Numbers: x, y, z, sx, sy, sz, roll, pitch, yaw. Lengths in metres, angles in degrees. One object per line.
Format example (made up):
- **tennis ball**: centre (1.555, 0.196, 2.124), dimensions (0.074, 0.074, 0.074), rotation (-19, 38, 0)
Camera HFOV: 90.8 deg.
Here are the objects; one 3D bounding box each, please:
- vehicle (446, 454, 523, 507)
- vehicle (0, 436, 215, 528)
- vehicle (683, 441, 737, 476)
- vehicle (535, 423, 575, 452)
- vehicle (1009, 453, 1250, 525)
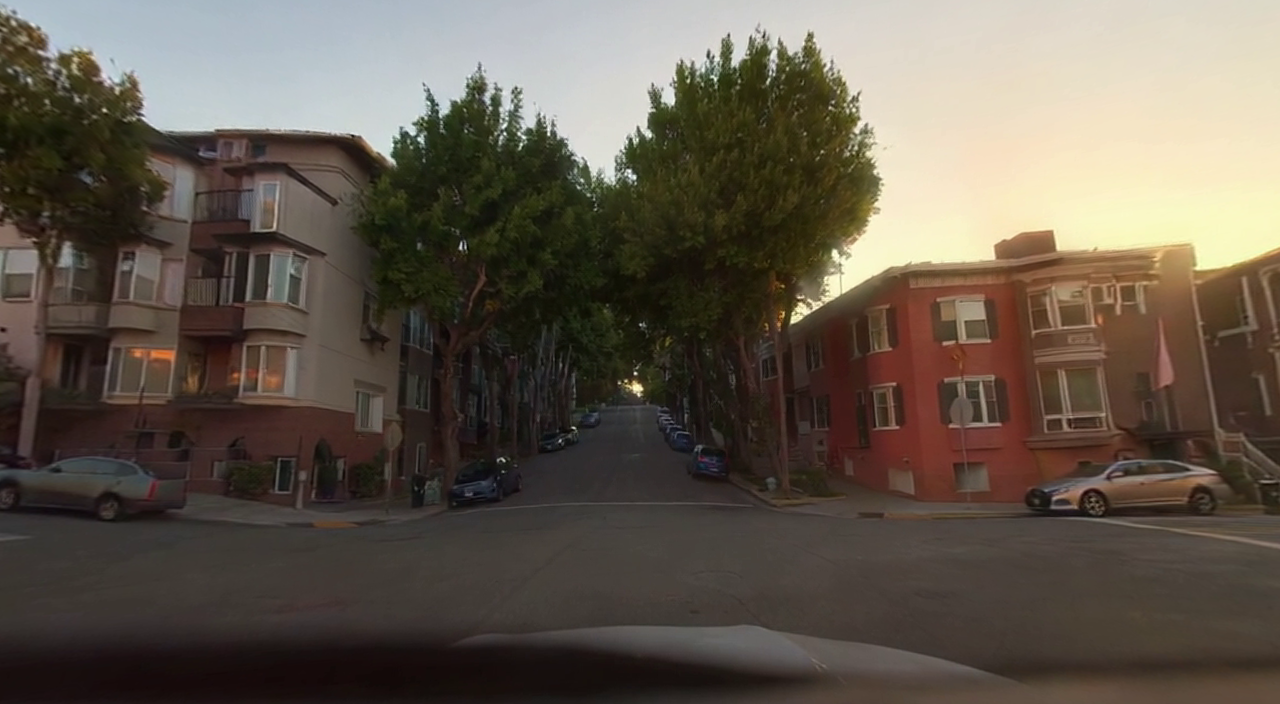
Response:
- **vehicle**: centre (-5.851, 4.843, 24.264), dimensions (1.987, 1.662, 4.141), rotation (-2, -7, -1)
- **vehicle**: centre (-13.941, 3.383, 16.402), dimensions (4.243, 1.676, 1.844), rotation (7, -13, 1)
- **vehicle**: centre (3.430, 5.308, 31.949), dimensions (2.051, 1.526, 4.673), rotation (0, -7, -2)
- **vehicle**: centre (-6.153, 6.203, 45.993), dimensions (2.101, 1.732, 4.119), rotation (-3, -4, 3)
- **vehicle**: centre (12.520, 3.489, 16.408), dimensions (4.596, 1.690, 1.972), rotation (0, -8, -1)
